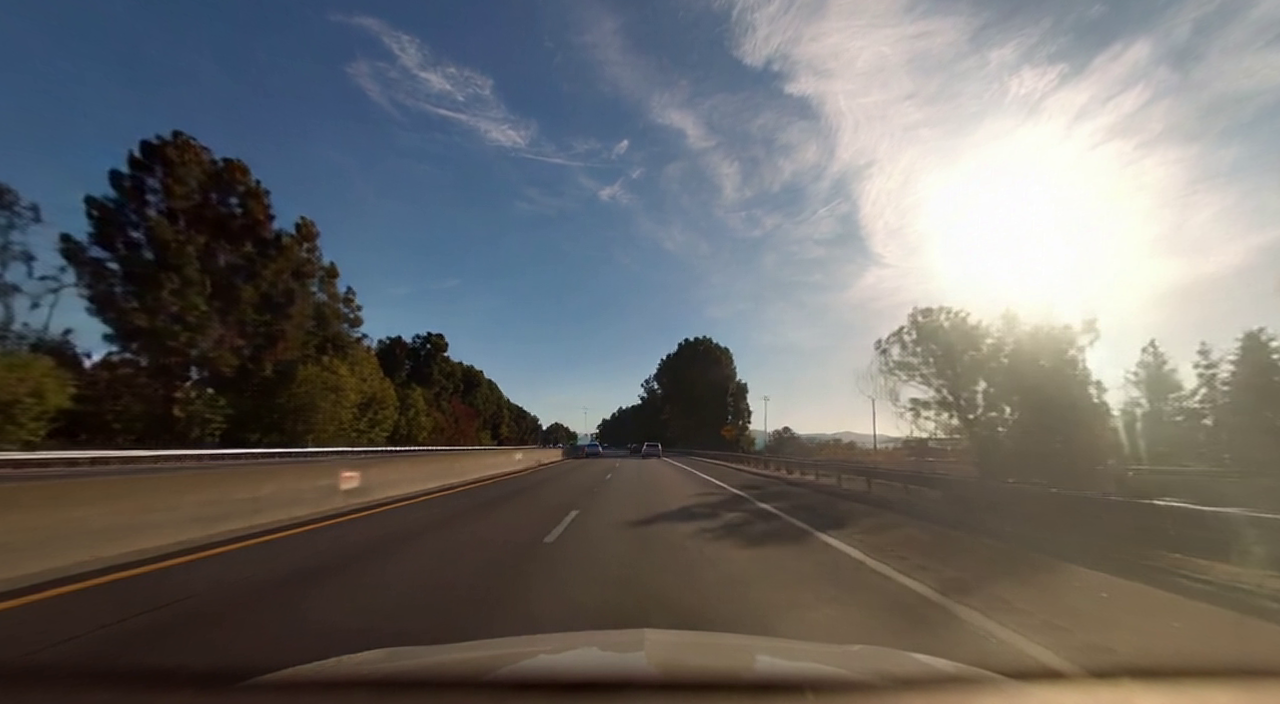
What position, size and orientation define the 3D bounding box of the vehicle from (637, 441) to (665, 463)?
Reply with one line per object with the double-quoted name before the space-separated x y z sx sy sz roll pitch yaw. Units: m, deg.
"vehicle" 0.758 7.283 46.104 1.966 1.542 3.979 0 -8 0
